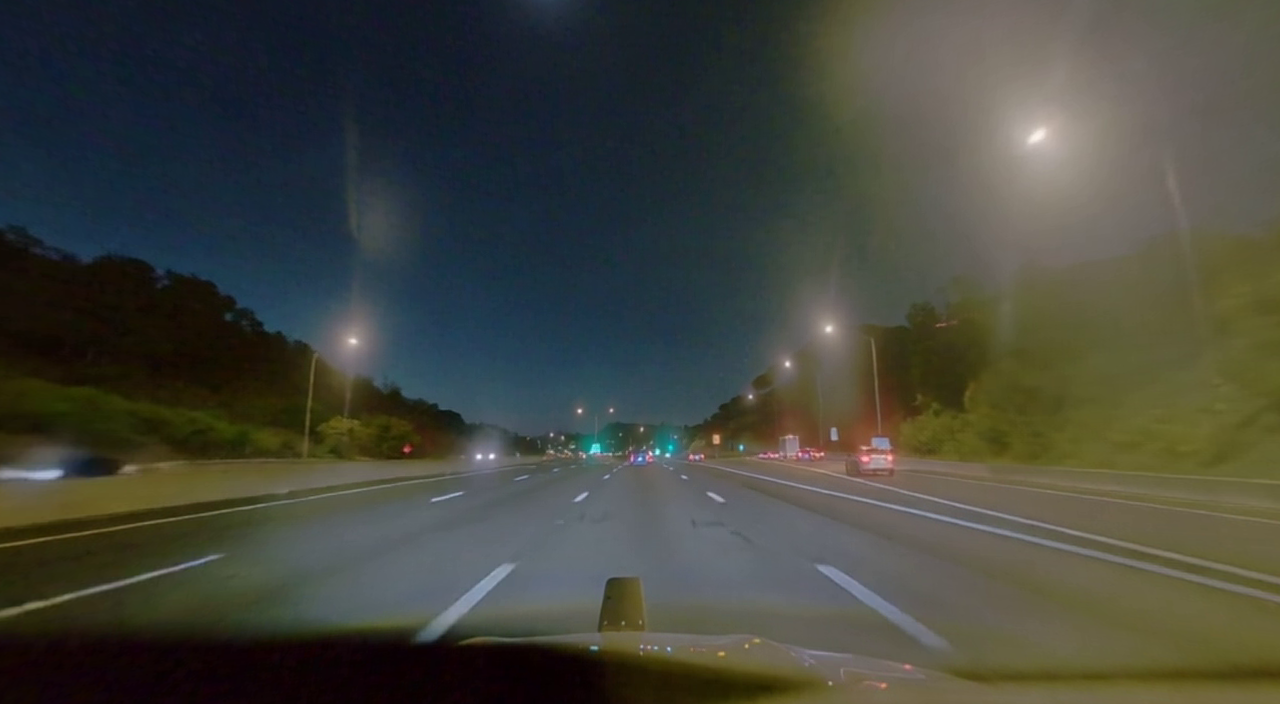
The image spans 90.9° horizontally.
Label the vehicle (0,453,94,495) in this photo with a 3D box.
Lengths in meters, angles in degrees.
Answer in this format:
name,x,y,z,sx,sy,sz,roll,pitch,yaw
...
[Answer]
name,x,y,z,sx,sy,sz,roll,pitch,yaw
vehicle,-24.329,4.713,24.588,2.037,1.483,4.504,0,-8,0
